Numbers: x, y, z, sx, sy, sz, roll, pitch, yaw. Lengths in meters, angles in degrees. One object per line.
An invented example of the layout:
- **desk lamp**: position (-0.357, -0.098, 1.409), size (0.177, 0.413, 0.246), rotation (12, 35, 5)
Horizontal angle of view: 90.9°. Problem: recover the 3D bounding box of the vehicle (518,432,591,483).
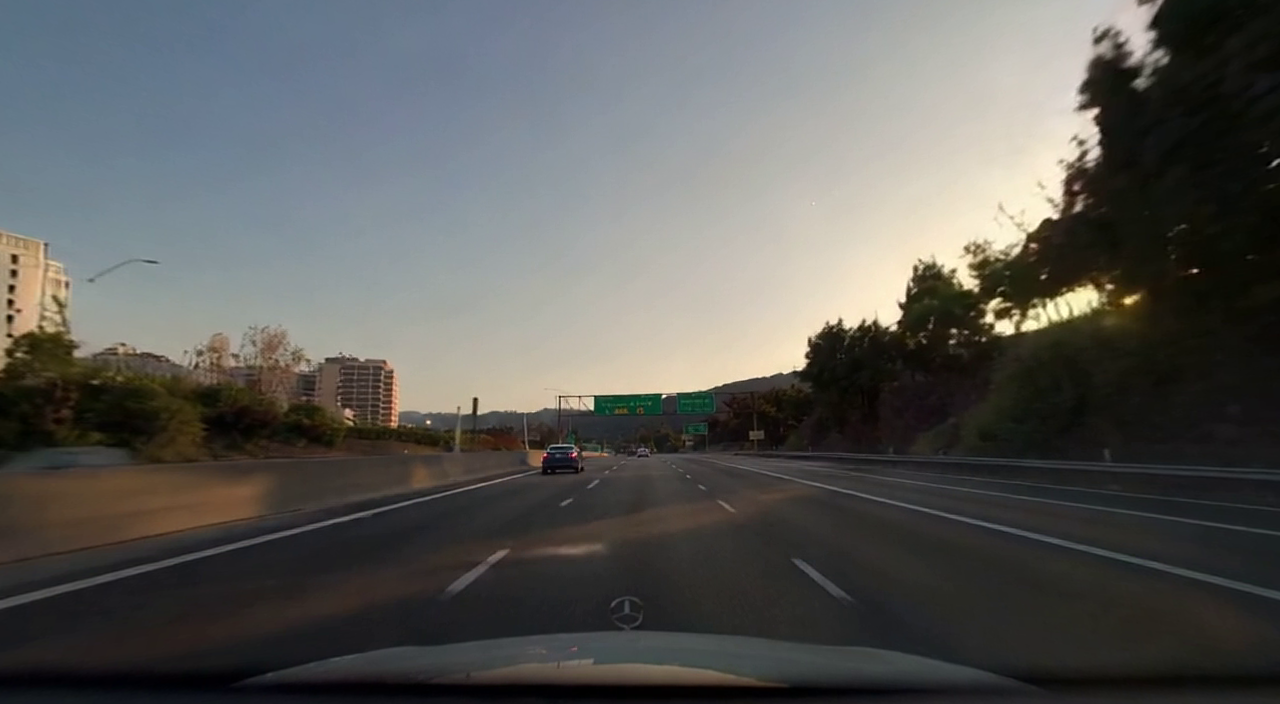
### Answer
- **vehicle**: position (-3.054, 3.885, 23.494), size (2.072, 1.706, 4.359), rotation (0, -8, 1)
